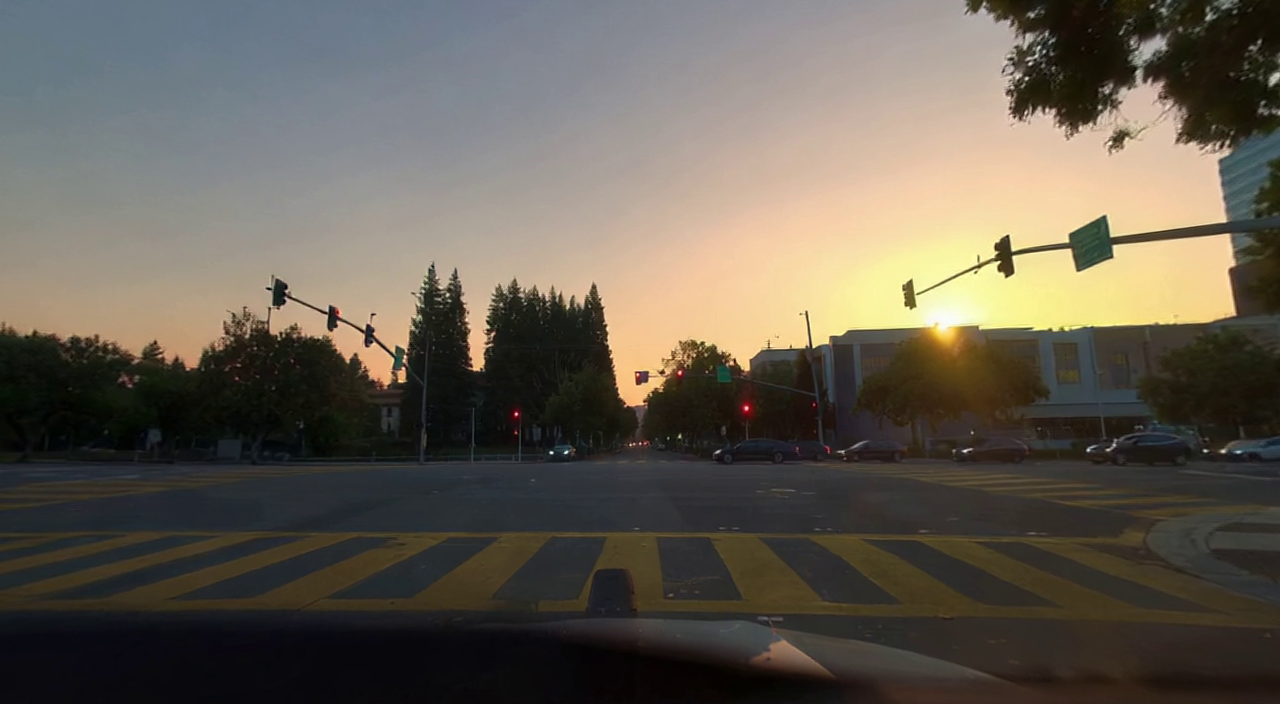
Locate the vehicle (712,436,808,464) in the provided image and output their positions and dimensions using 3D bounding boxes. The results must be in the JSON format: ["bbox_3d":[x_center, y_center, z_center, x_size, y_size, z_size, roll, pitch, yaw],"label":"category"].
[{"bbox_3d":[6.248,5.157,33.226,4.629,1.423,1.833,0,-9,0],"label":"vehicle"}]

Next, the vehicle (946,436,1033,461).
[{"bbox_3d":[22.081,6.110,40.033,4.443,1.472,1.794,0,-9,1],"label":"vehicle"}]

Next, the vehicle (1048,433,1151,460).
[{"bbox_3d":[26.545,5.498,36.593,4.519,1.476,1.767,0,-9,1],"label":"vehicle"}]

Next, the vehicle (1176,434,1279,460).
[{"bbox_3d":[34.431,5.504,36.720,4.724,1.452,1.870,0,-9,0],"label":"vehicle"}]

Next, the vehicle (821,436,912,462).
[{"bbox_3d":[13.187,5.659,36.975,4.631,1.435,1.715,0,-9,0],"label":"vehicle"}]
